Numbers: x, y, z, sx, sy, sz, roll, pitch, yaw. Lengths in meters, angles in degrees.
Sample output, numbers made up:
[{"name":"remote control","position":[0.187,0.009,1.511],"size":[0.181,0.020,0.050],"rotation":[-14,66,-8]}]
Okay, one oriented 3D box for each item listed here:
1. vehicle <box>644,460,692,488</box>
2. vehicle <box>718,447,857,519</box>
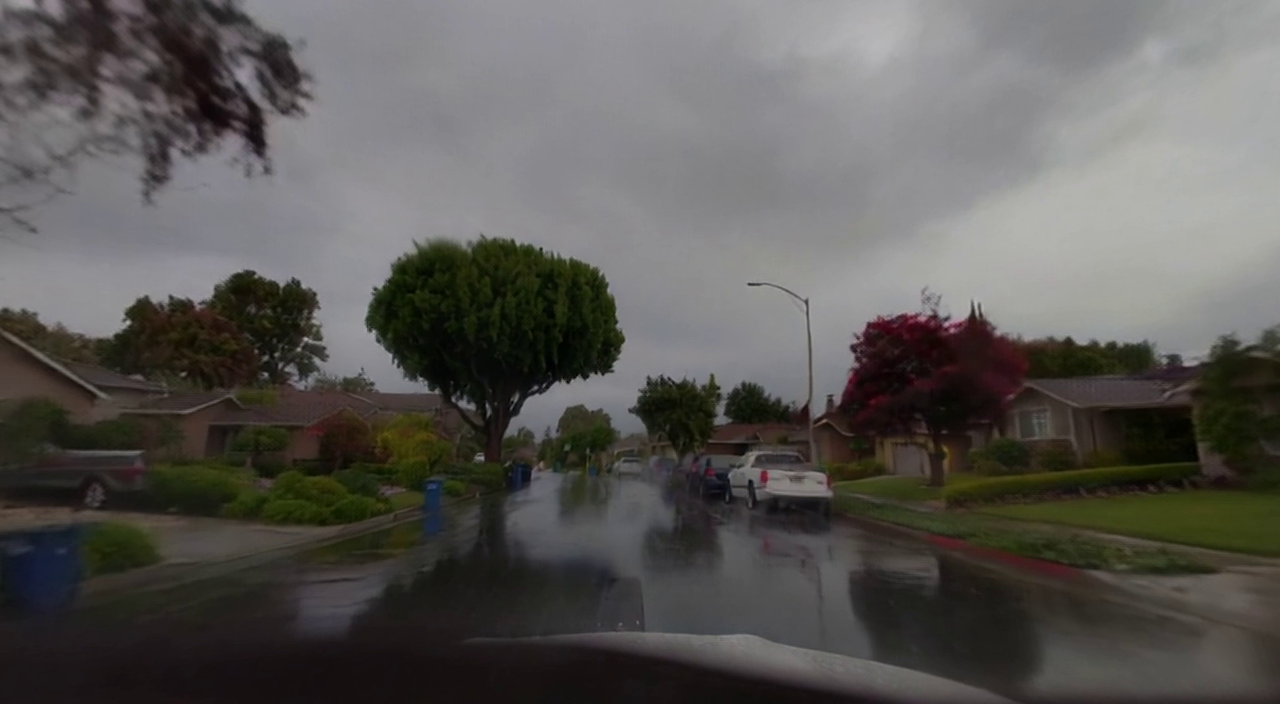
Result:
[{"name":"vehicle","position":[1.909,8.603,44.935],"size":[2.111,1.771,4.942],"rotation":[2,-9,-13]},{"name":"vehicle","position":[4.489,4.175,20.647],"size":[2.715,1.900,6.163],"rotation":[2,-10,-3]}]
